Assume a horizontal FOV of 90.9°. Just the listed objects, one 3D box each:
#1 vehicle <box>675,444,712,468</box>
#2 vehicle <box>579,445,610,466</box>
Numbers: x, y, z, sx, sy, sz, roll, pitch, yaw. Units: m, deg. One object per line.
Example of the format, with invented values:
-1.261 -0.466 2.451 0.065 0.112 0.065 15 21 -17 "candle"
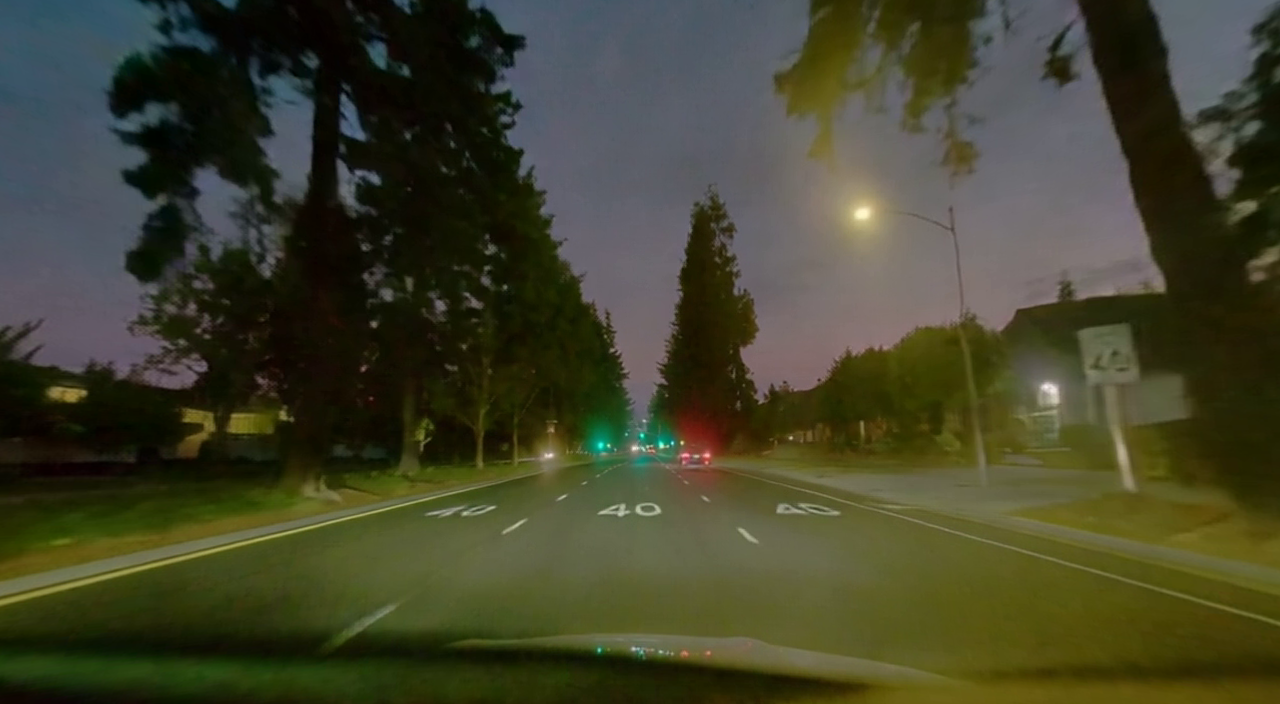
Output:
3.480 6.898 41.844 1.992 1.511 4.464 0 -9 0 "vehicle"
-3.421 7.942 48.529 2.011 1.480 4.517 0 -9 1 "vehicle"
